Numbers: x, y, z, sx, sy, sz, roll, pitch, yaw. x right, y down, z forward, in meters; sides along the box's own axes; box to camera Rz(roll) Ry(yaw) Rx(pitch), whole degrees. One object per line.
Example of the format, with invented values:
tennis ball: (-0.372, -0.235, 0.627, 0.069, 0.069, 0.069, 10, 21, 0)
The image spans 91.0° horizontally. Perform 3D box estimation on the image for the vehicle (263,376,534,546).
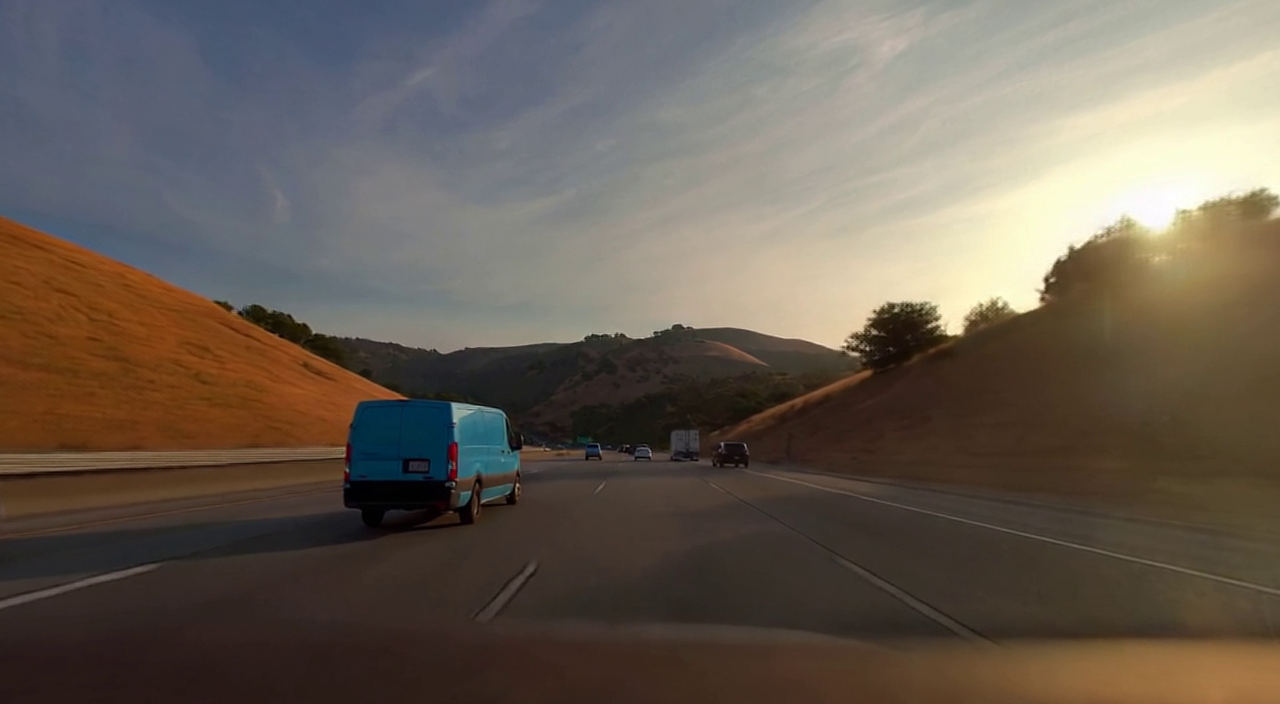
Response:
vehicle: (-3.636, 1.860, 11.157, 2.421, 2.203, 5.775, 0, -9, 1)

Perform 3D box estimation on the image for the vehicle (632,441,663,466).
vehicle: (0.472, 6.761, 42.044, 2.014, 1.543, 3.804, 0, -9, 0)

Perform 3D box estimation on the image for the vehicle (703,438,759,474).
vehicle: (4.370, 5.074, 30.873, 2.051, 1.598, 4.145, 0, -9, -1)

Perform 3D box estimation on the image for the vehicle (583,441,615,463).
vehicle: (-3.134, 7.694, 48.611, 2.138, 1.581, 4.340, 0, -9, 0)
